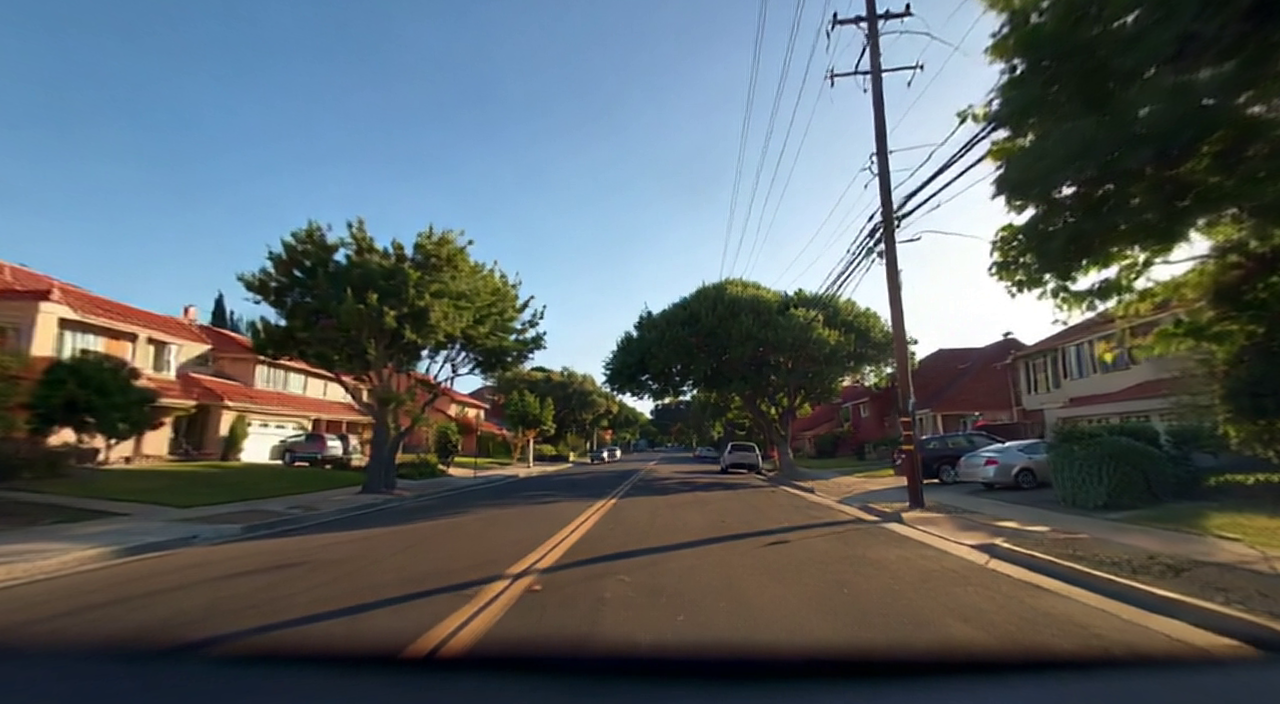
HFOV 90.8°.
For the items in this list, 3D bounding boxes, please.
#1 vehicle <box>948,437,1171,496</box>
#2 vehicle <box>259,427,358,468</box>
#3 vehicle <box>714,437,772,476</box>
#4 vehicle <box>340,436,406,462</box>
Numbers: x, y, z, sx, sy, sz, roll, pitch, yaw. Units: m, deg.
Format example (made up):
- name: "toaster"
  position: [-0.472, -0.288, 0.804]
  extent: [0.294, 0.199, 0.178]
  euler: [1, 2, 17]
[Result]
- name: "vehicle"
  position: [11.296, 3.109, 17.336]
  extent: [4.625, 1.501, 2.011]
  euler: [-1, -8, 3]
- name: "vehicle"
  position: [-16.253, 4.748, 31.387]
  extent: [2.034, 1.829, 5.161]
  euler: [0, -9, 1]
- name: "vehicle"
  position: [5.266, 5.427, 33.071]
  extent: [2.114, 1.858, 5.144]
  euler: [0, -8, -1]
- name: "vehicle"
  position: [-19.207, 7.057, 45.719]
  extent: [2.139, 1.746, 5.099]
  euler: [-1, -9, 5]
